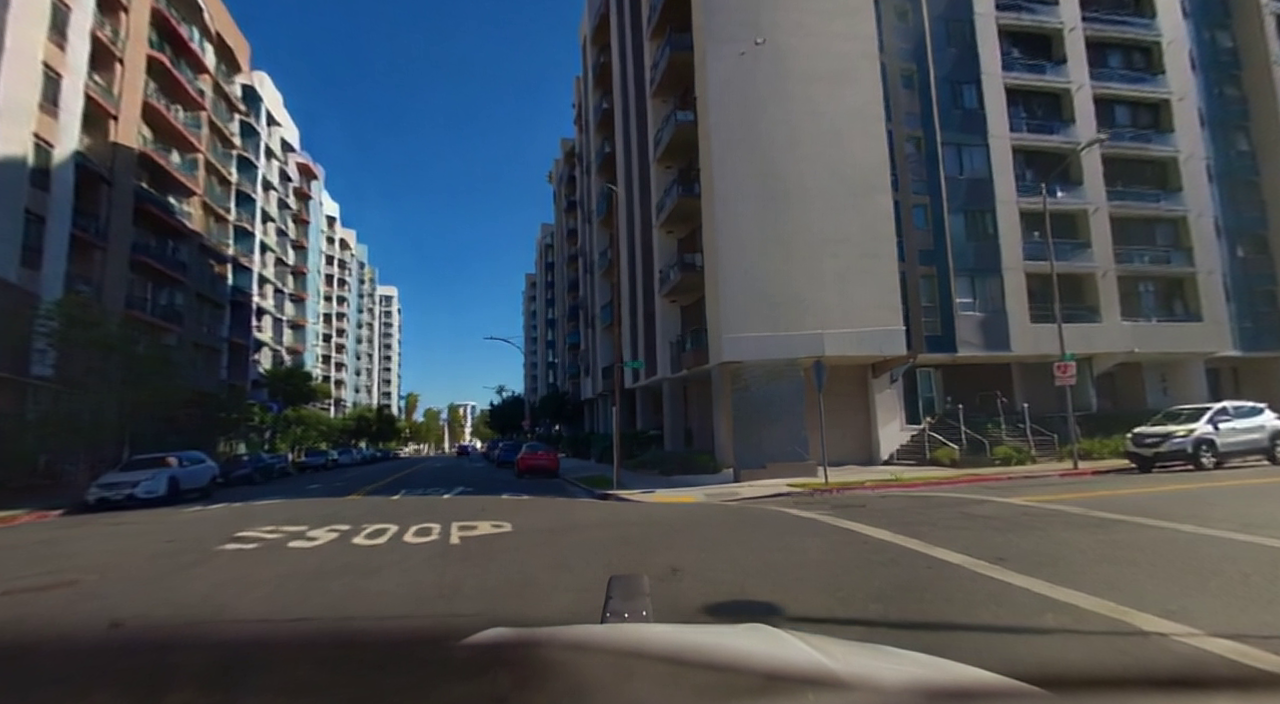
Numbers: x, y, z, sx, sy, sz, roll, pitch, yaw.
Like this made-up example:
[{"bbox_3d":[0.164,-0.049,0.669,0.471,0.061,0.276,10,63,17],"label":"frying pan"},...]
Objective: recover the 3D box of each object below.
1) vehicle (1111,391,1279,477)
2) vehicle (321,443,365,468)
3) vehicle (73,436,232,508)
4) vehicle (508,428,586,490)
[{"bbox_3d":[16.323,2.227,17.954,4.259,2.102,2.376,-1,-4,-15],"label":"vehicle"},{"bbox_3d":[-21.084,7.330,44.866,2.032,1.641,4.162,2,-8,-15],"label":"vehicle"},{"bbox_3d":[-14.406,3.487,19.023,2.140,1.874,4.475,2,-8,-16],"label":"vehicle"},{"bbox_3d":[-3.280,3.546,21.377,2.164,1.721,4.416,-2,-7,-14],"label":"vehicle"}]
